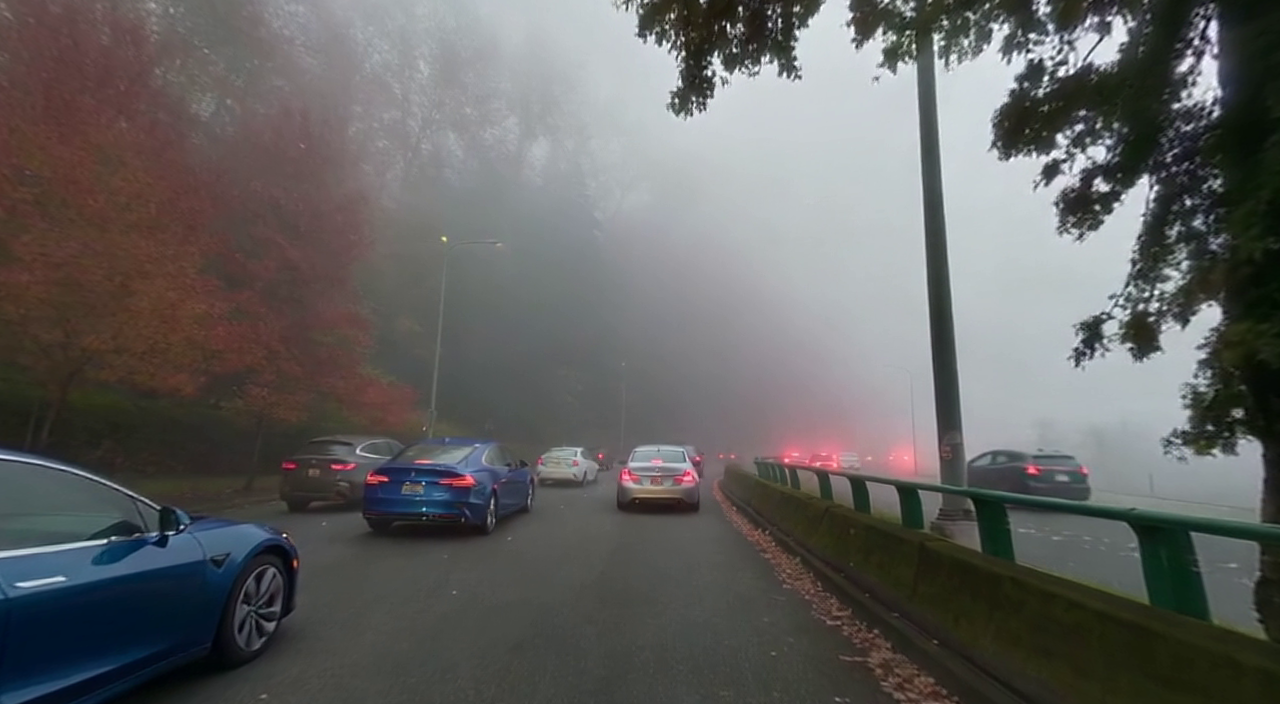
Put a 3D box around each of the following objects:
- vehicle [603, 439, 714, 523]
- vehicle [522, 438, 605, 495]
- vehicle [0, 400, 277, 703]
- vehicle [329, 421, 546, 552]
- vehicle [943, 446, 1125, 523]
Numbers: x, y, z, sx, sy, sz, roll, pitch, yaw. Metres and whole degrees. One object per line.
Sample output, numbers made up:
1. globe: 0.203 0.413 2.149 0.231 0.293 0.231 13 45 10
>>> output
1. vehicle: 0.428 2.687 13.714 2.015 1.506 4.276 0 -9 2
2. vehicle: -2.357 3.692 20.667 1.930 1.635 4.260 0 -9 3
3. vehicle: -3.491 0.882 2.104 1.921 1.503 4.317 0 -9 1
4. vehicle: -2.974 2.085 10.487 1.979 1.663 4.513 0 -9 2
5. vehicle: 10.525 3.506 17.397 2.121 1.777 4.755 0 -9 3
